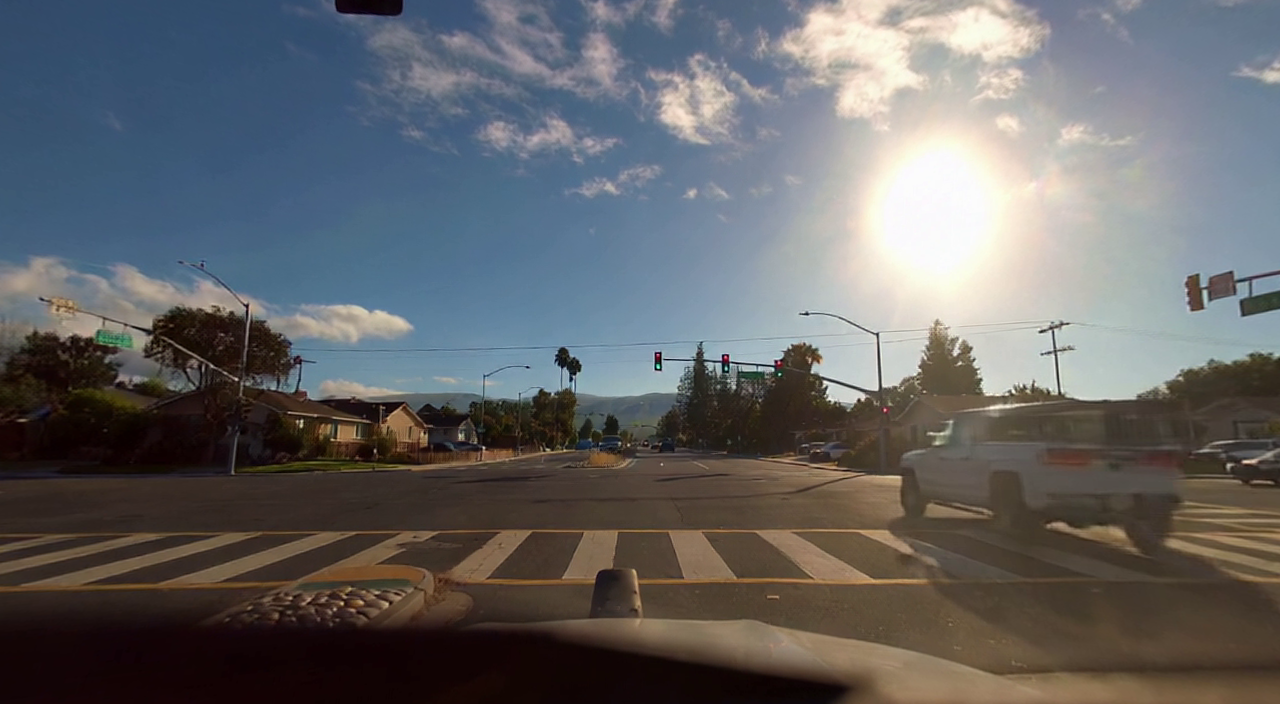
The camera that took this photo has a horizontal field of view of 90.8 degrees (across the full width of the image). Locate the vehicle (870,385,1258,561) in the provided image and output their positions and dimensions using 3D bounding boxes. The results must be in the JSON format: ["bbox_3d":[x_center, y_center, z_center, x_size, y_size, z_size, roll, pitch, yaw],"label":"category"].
[{"bbox_3d":[6.006,1.840,10.295,2.273,2.042,5.717,0,-9,-1],"label":"vehicle"}]

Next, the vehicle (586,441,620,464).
[{"bbox_3d":[-2.433,6.710,42.285,2.045,1.484,3.991,0,-9,0],"label":"vehicle"}]
